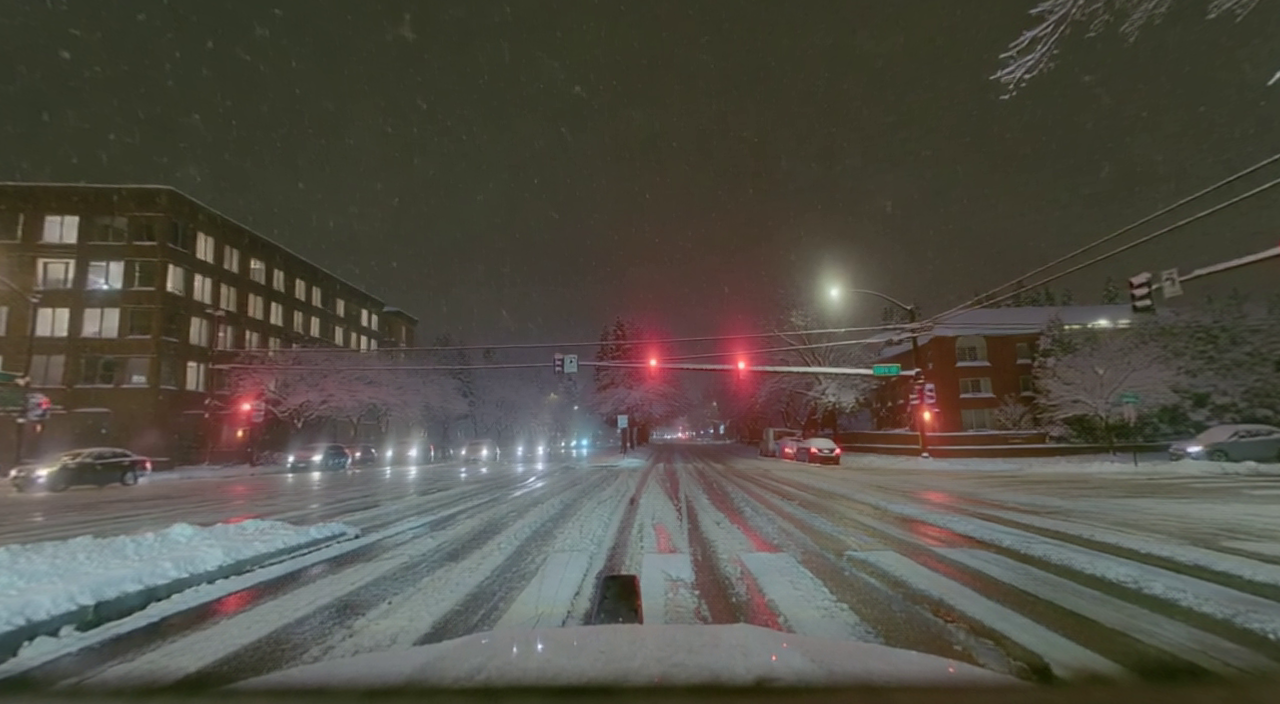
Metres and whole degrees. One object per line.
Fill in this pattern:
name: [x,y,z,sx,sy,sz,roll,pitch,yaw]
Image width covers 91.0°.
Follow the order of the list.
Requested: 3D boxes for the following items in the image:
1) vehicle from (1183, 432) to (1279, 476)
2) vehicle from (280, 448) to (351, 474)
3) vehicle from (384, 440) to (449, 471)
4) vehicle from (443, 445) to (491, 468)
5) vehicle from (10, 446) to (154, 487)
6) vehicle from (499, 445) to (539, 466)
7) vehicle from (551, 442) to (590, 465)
vehicle: [22.304,3.583,22.248,4.474,1.477,1.908,0,-9,-3]
vehicle: [-21.683,7.296,42.297,1.929,1.619,4.577,-1,-9,6]
vehicle: [-15.160,7.036,43.147,2.340,1.946,5.450,0,-9,2]
vehicle: [-11.657,7.066,42.691,1.911,1.476,4.297,-1,-9,2]
vehicle: [-27.390,5.555,31.045,2.032,1.839,4.884,-7,-11,39]
vehicle: [-8.116,7.004,42.609,1.910,1.321,3.692,0,-9,1]
vehicle: [-4.551,6.722,41.679,1.954,1.431,4.050,0,-9,2]
